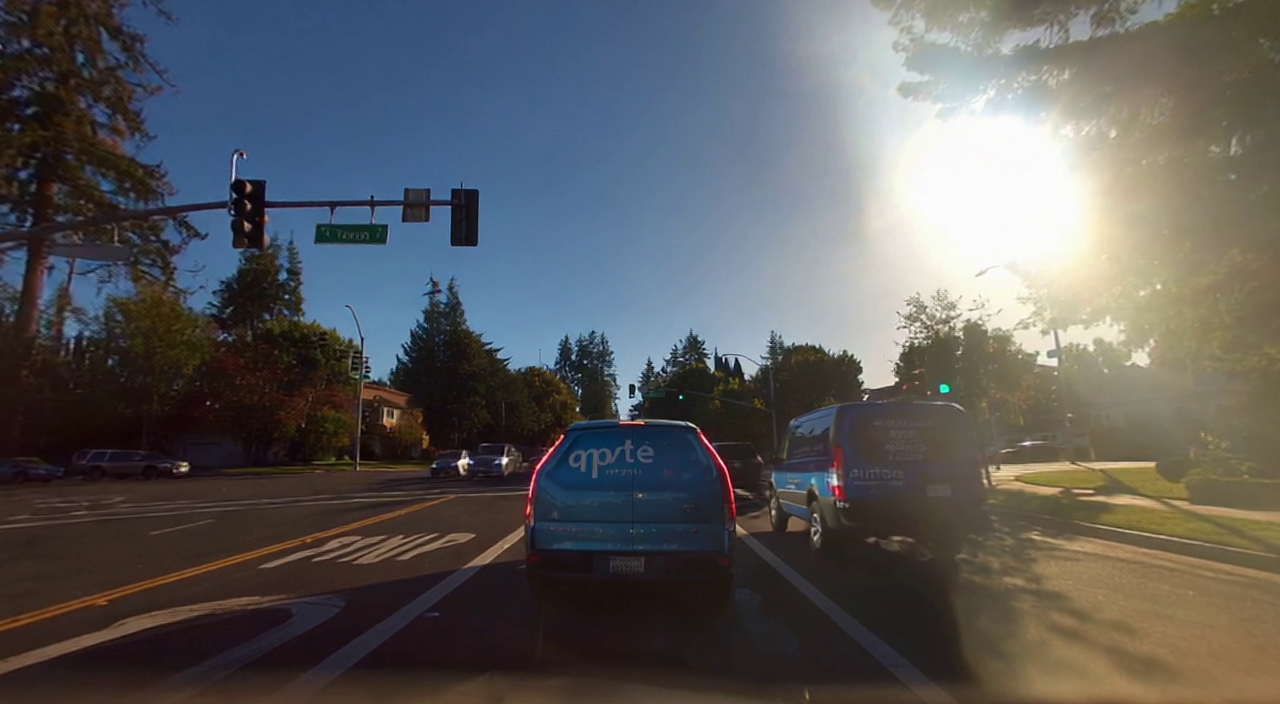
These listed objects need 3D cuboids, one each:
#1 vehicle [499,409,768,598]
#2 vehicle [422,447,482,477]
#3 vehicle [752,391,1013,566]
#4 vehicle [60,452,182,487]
[{"bbox_3d":[-0.048,1.638,7.698,2.321,1.624,4.367,0,-8,0],"label":"vehicle"},{"bbox_3d":[-10.155,5.952,34.286,1.881,1.515,4.262,0,-8,1],"label":"vehicle"},{"bbox_3d":[3.066,1.716,9.135,2.059,1.924,4.257,0,-8,0],"label":"vehicle"},{"bbox_3d":[-25.256,5.705,30.704,4.073,1.603,1.920,1,-9,-8],"label":"vehicle"}]
